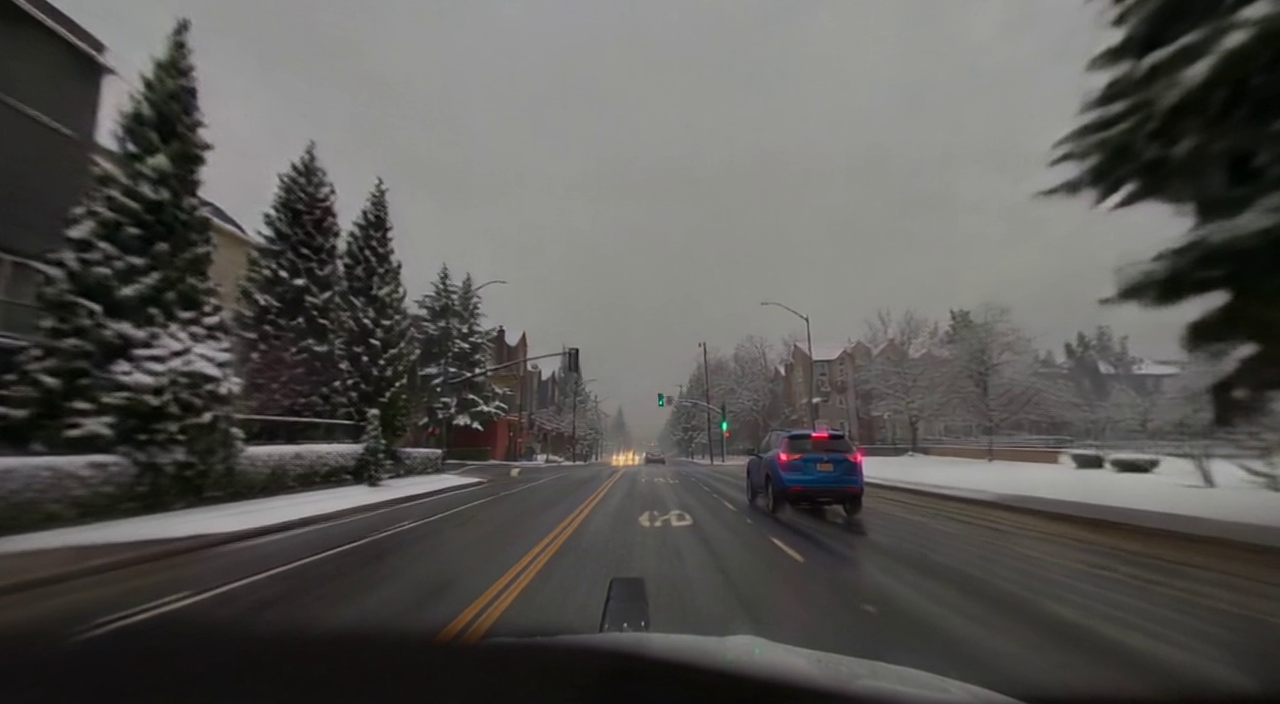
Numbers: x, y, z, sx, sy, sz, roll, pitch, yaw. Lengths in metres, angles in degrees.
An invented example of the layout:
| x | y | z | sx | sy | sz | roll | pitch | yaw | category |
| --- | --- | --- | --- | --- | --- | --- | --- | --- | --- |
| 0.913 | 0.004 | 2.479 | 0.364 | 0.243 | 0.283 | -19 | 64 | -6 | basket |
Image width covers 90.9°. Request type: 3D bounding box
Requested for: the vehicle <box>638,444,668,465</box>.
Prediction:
| x | y | z | sx | sy | sz | roll | pitch | yaw | category |
| --- | --- | --- | --- | --- | --- | --- | --- | --- | --- |
| 0.908 | 7.473 | 45.967 | 2.097 | 1.463 | 4.043 | 0 | -9 | 0 | vehicle |

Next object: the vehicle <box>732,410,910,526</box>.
| x | y | z | sx | sy | sz | roll | pitch | yaw | category |
| --- | --- | --- | --- | --- | --- | --- | --- | --- | --- |
| 3.289 | 2.242 | 12.691 | 2.130 | 1.863 | 4.844 | 0 | -9 | 0 | vehicle |
